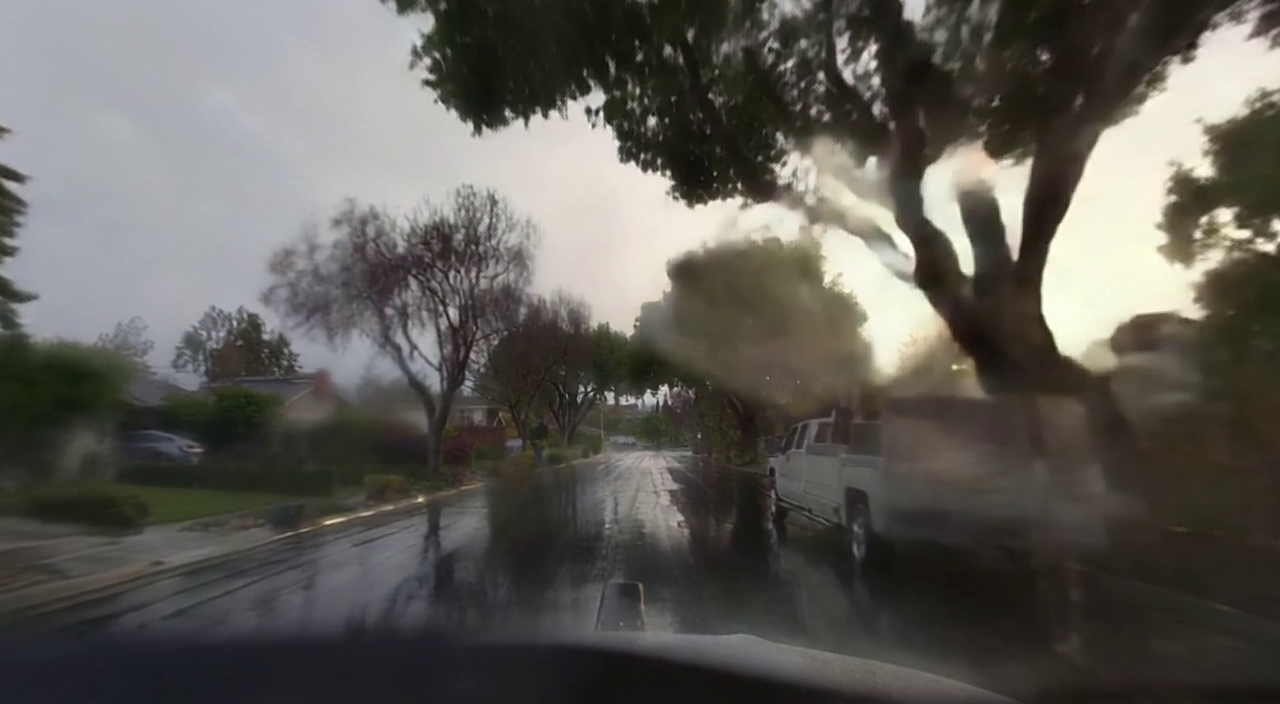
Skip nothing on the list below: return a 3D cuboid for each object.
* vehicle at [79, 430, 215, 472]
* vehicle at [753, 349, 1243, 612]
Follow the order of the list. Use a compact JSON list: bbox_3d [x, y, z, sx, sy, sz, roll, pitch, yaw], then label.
[{"bbox_3d":[-19.471,3.892,25.006,4.337,1.496,1.868,-2,-9,15],"label":"vehicle"},{"bbox_3d":[3.681,1.618,9.132,2.789,2.206,7.420,-1,-8,1],"label":"vehicle"}]
